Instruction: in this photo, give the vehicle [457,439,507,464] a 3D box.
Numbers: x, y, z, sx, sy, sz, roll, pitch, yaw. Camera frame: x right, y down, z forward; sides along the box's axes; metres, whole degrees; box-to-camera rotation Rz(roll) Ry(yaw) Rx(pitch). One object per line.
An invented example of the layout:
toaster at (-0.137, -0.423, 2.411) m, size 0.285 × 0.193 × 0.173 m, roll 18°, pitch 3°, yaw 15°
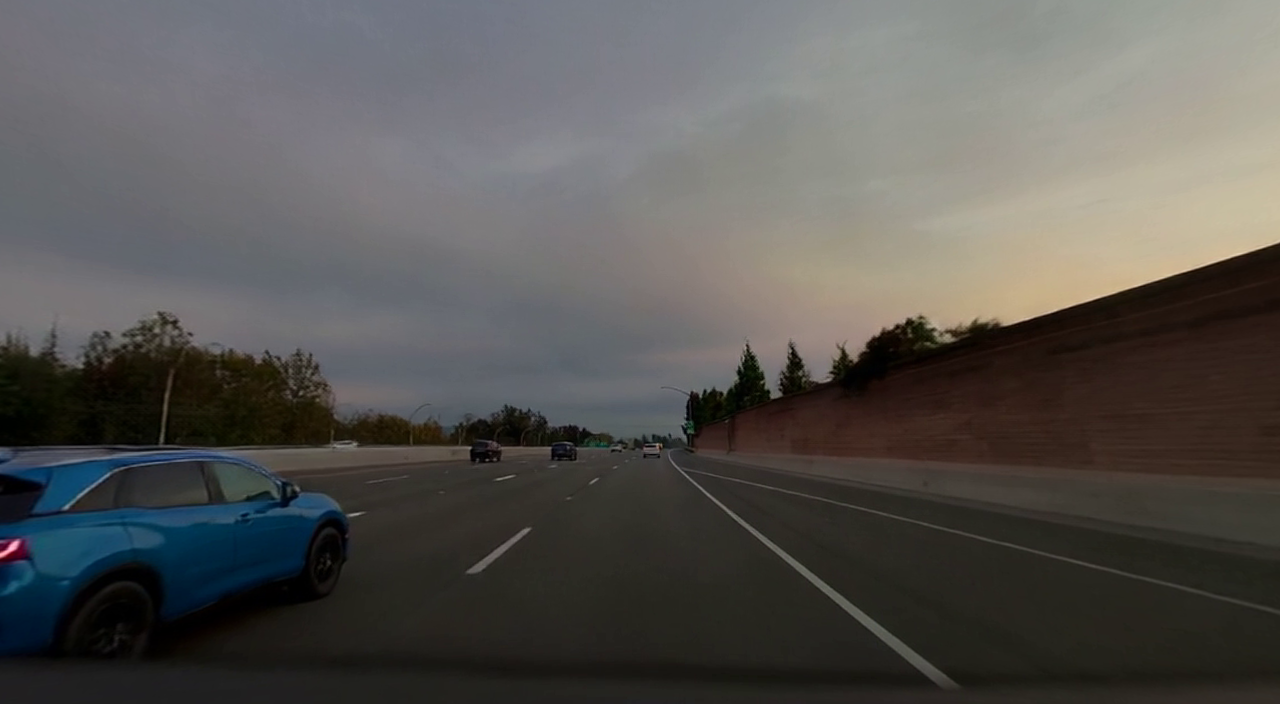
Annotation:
vehicle at (-10.649, 6.738, 42.758) m, size 2.025 × 1.618 × 4.683 m, roll 0°, pitch -8°, yaw 2°
